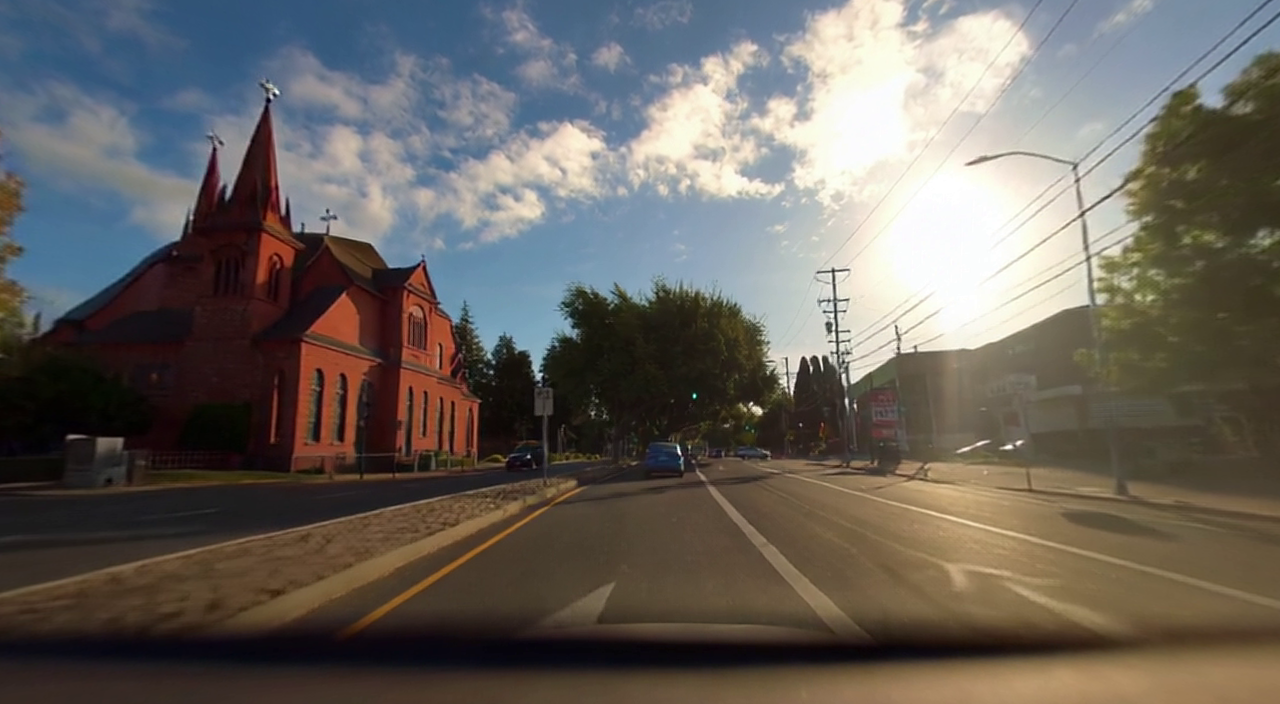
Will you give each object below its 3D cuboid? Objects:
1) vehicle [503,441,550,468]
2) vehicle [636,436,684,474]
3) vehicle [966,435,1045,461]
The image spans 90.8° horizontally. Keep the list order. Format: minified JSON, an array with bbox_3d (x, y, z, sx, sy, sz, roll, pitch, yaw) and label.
[{"bbox_3d":[-8.496,7.720,47.663,2.159,1.850,4.944,-1,-9,6],"label":"vehicle"},{"bbox_3d":[0.968,4.747,29.226,2.032,1.621,4.082,-1,-9,3],"label":"vehicle"},{"bbox_3d":[26.455,6.939,45.796,4.510,1.733,2.066,0,-8,-8],"label":"vehicle"}]
